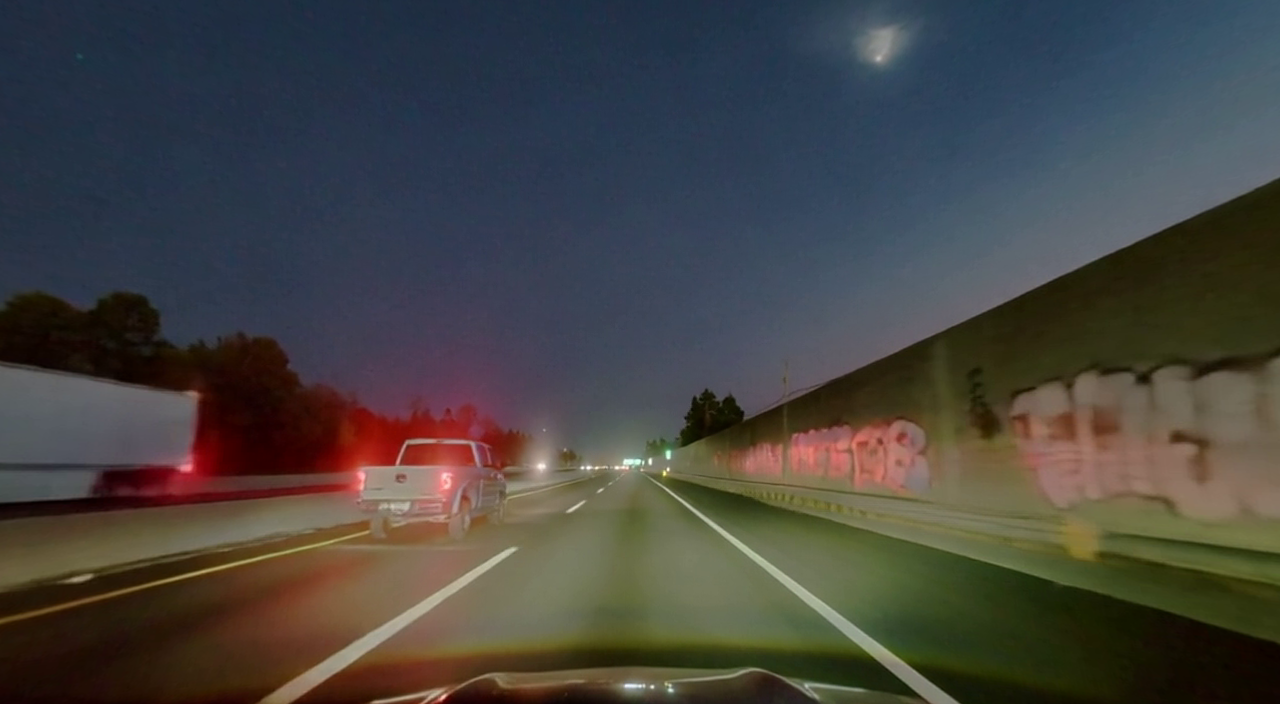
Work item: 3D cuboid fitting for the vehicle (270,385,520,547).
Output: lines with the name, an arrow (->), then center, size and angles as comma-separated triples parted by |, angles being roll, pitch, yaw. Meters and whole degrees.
vehicle -> -4.306, 2.285, 12.696 | 2.597, 2.434, 6.020 | 1, -10, 0

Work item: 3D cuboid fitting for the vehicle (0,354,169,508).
vehicle -> -17.634, 1.844, 15.194 | 2.927, 3.827, 12.466 | 1, -11, -1
